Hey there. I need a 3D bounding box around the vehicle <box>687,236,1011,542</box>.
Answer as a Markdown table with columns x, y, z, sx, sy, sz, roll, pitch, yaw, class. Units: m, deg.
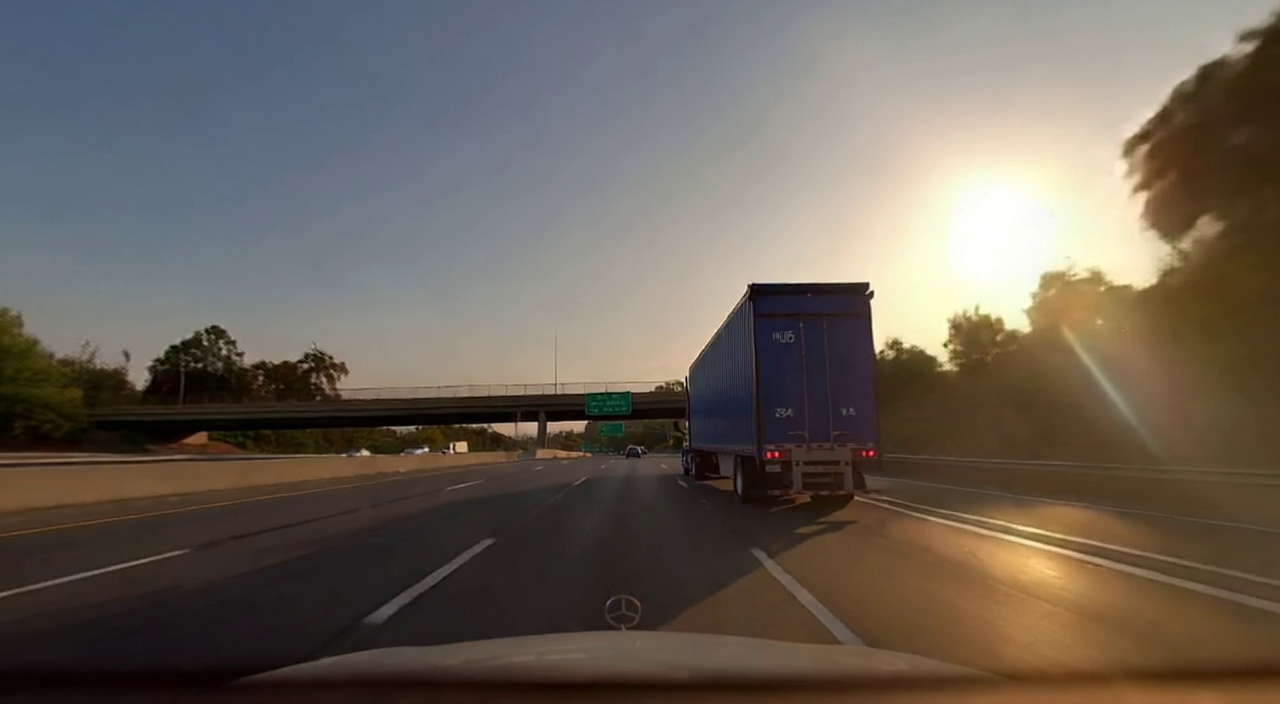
| x | y | z | sx | sy | sz | roll | pitch | yaw | class |
| --- | --- | --- | --- | --- | --- | --- | --- | --- | --- |
| 3.372 | 1.681 | 16.692 | 2.743 | 4.160 | 16.408 | 0 | -9 | -1 | vehicle |
